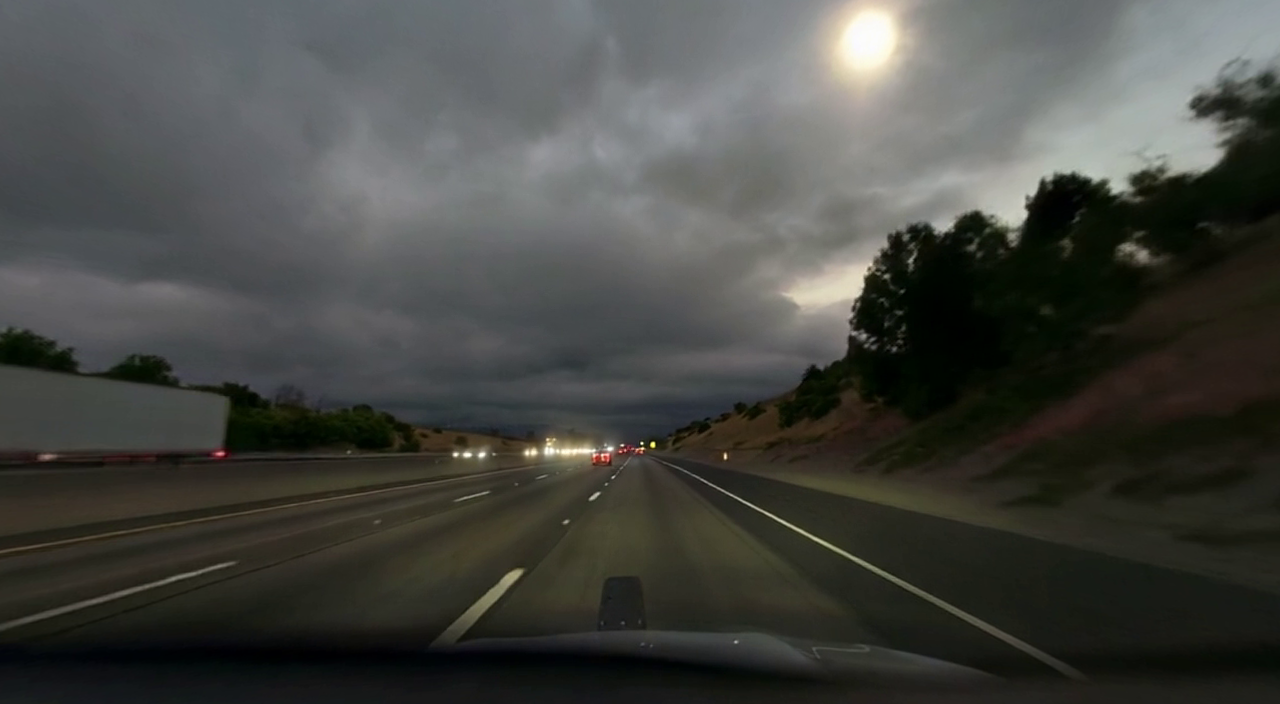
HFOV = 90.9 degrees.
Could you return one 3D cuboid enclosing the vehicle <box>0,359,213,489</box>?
[{"bbox_3d":[-22.014,2.742,22.925,3.113,4.097,13.916,0,-9,0],"label":"vehicle"}]
